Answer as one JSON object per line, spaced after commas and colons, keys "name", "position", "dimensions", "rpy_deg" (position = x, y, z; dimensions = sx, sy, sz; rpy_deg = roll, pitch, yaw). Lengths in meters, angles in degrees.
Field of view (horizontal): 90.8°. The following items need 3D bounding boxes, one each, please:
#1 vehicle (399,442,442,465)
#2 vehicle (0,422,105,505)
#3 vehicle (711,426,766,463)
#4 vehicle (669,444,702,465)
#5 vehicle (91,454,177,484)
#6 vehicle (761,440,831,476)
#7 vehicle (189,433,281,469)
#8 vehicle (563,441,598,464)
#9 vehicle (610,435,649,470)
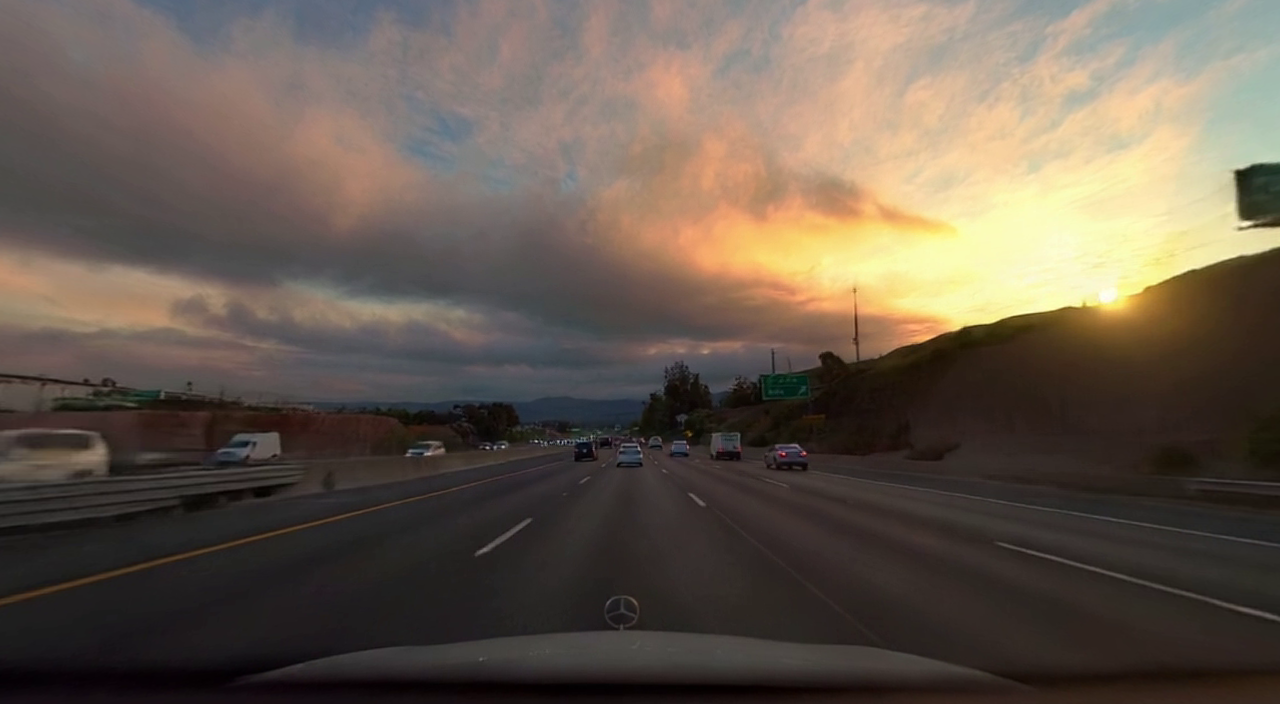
{"name": "vehicle", "position": [-14.202, 6.591, 41.005], "dimensions": [1.546, 1.405, 3.307], "rpy_deg": [0, -8, 0]}
{"name": "vehicle", "position": [-14.006, 2.370, 13.511], "dimensions": [1.715, 1.682, 3.811], "rpy_deg": [0, -8, 0]}
{"name": "vehicle", "position": [6.919, 6.648, 45.458], "dimensions": [2.790, 2.473, 6.815], "rpy_deg": [0, -8, 0]}
{"name": "vehicle", "position": [3.063, 6.916, 42.934], "dimensions": [1.816, 1.353, 3.809], "rpy_deg": [0, -8, -2]}
{"name": "vehicle", "position": [-25.365, 5.857, 31.802], "dimensions": [1.538, 1.340, 3.294], "rpy_deg": [0, -8, 1]}
{"name": "vehicle", "position": [6.759, 4.628, 27.852], "dimensions": [1.879, 1.428, 4.402], "rpy_deg": [0, -8, -2]}
{"name": "vehicle", "position": [-29.526, 7.261, 46.453], "dimensions": [2.378, 2.420, 6.571], "rpy_deg": [0, -8, 0]}
{"name": "vehicle", "position": [-4.434, 7.535, 47.678], "dimensions": [2.126, 1.631, 4.643], "rpy_deg": [0, -8, 0]}
{"name": "vehicle", "position": [-0.529, 5.504, 34.857], "dimensions": [2.002, 1.759, 4.658], "rpy_deg": [0, -8, 0]}
